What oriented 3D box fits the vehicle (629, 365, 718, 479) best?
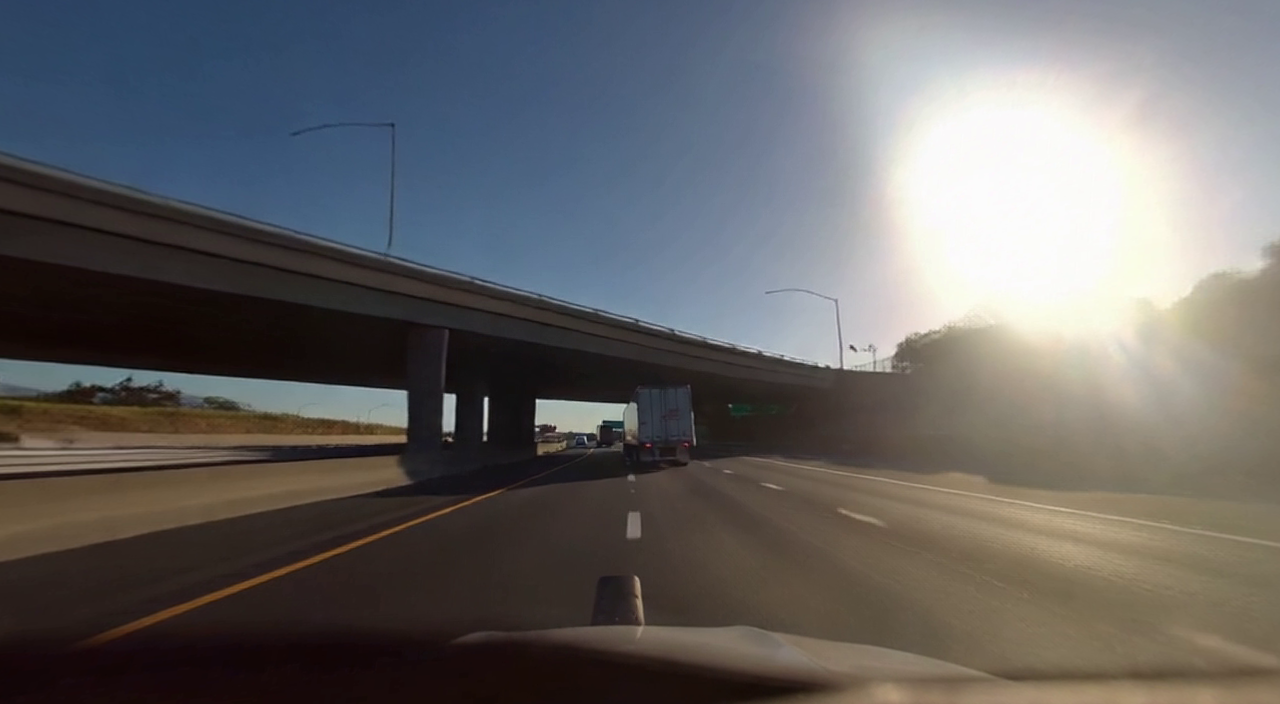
[{"bbox_3d":[1.550,3.465,29.281,3.153,4.080,13.081,-1,-8,3],"label":"vehicle"}]
